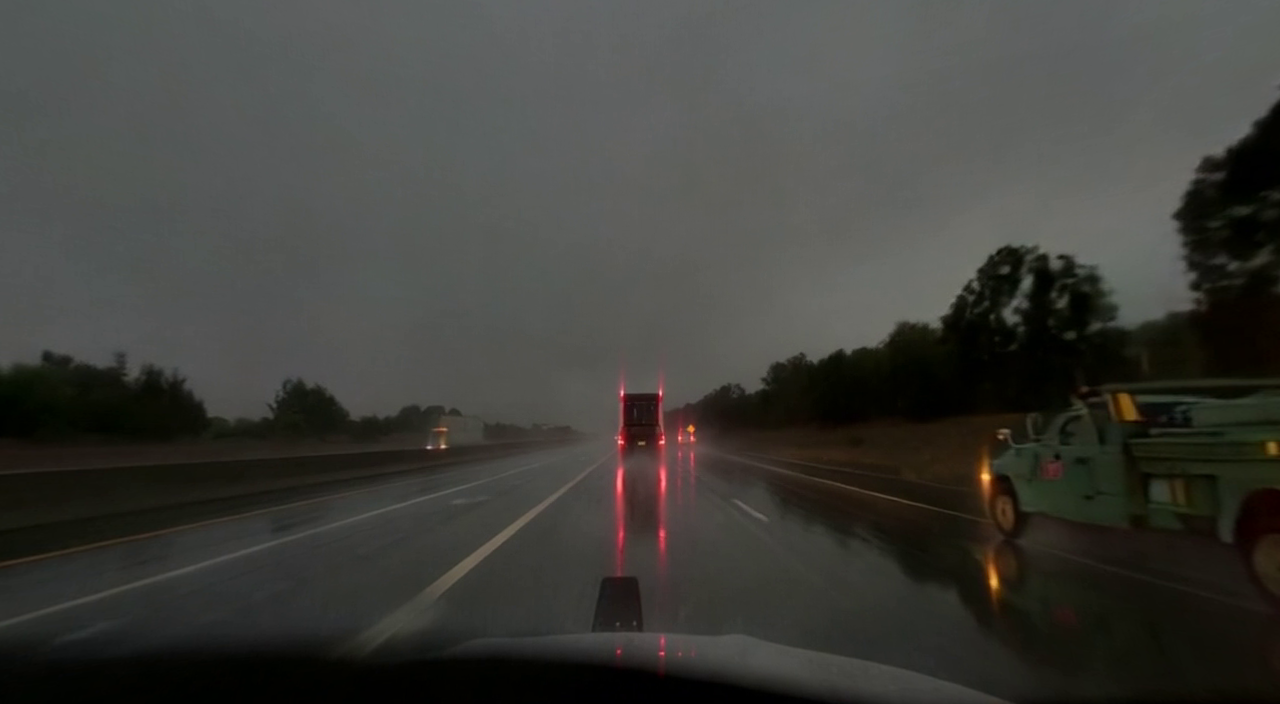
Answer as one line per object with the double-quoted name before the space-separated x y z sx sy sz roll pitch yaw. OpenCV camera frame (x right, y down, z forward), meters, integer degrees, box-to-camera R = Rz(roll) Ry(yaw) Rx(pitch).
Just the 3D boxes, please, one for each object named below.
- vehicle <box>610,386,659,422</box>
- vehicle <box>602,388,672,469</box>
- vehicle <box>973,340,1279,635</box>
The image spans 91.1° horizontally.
"vehicle" -0.236 2.475 29.231 2.112 1.472 4.240 0 -8 0
"vehicle" -0.340 4.032 33.384 2.953 3.406 13.372 1 -7 -2
"vehicle" 5.032 0.997 5.058 2.091 1.829 4.625 0 -8 -1
